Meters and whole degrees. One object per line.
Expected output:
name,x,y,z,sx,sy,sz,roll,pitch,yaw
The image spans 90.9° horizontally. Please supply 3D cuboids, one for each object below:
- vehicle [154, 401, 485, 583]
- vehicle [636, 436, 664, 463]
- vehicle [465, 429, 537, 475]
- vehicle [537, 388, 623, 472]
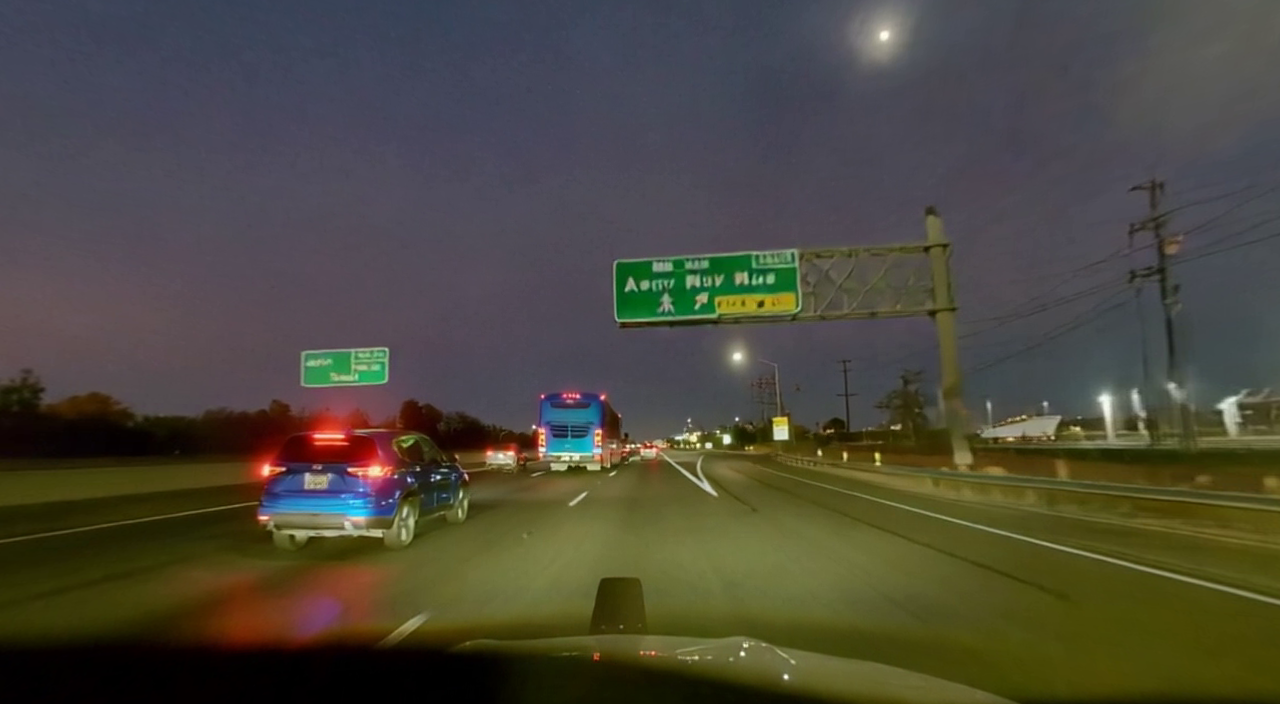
vehicle,-3.619,1.664,8.247,2.021,1.730,4.223,0,-8,1
vehicle,0.726,7.598,49.172,2.083,2.001,4.782,0,-9,0
vehicle,-7.006,5.136,32.518,2.282,2.116,6.030,0,-8,1
vehicle,-2.860,4.451,34.328,3.382,3.712,11.766,1,-9,1
